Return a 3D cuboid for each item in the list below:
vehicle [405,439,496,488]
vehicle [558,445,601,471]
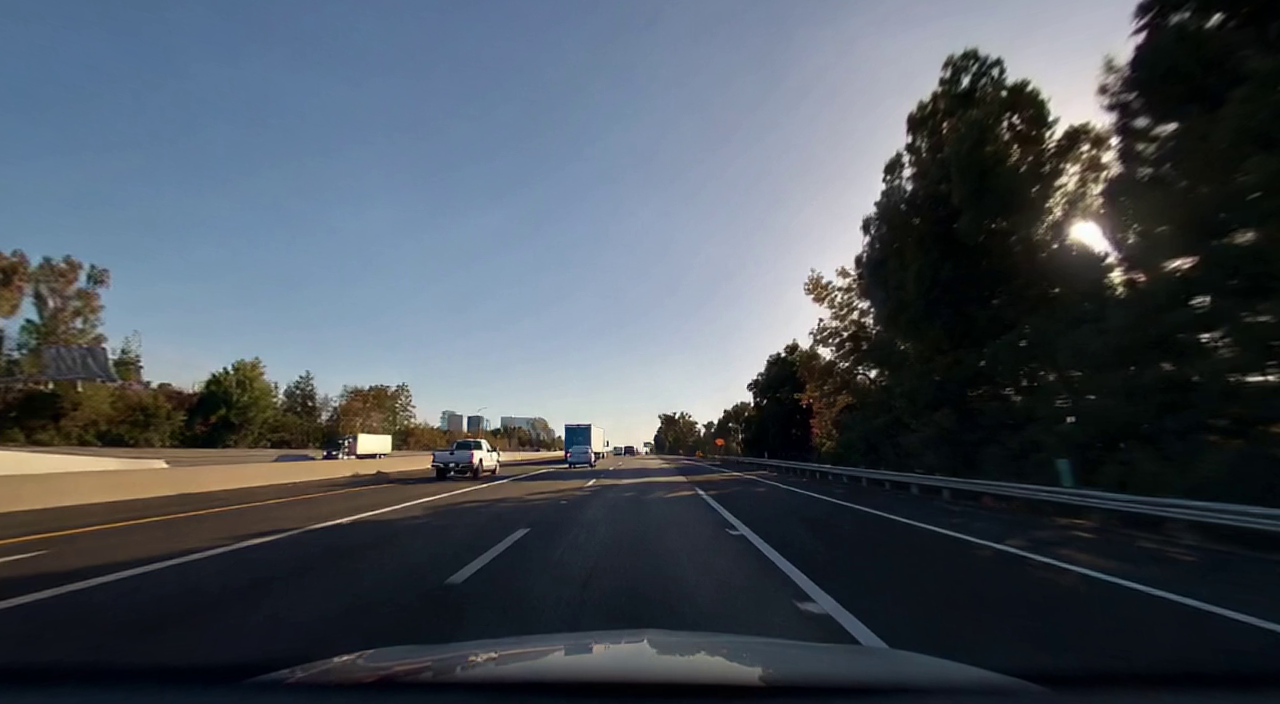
[{"bbox_3d":[-7.028,4.175,23.965,2.075,1.646,4.405,0,-8,0],"label":"vehicle"},{"bbox_3d":[-3.750,6.617,39.665,2.184,1.554,4.350,0,-8,1],"label":"vehicle"}]
